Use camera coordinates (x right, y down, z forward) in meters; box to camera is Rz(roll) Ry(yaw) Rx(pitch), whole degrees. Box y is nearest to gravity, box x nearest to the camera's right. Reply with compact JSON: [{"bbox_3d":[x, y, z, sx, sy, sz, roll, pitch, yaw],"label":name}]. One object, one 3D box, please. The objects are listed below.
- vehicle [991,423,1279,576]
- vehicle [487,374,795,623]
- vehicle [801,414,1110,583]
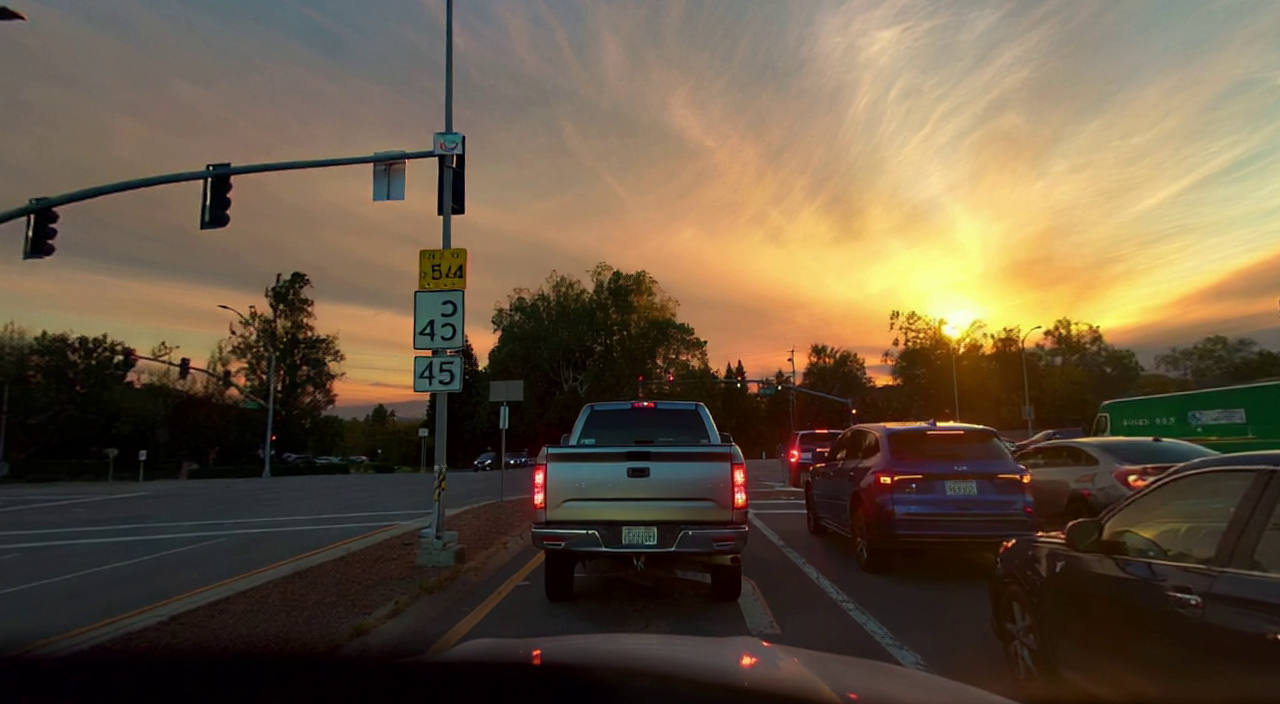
[{"bbox_3d":[6.835,1.741,8.285,1.973,1.470,4.228,0,-8,-1],"label":"vehicle"},{"bbox_3d":[0.042,1.472,7.341,2.326,1.880,4.964,0,-8,1],"label":"vehicle"},{"bbox_3d":[3.576,1.718,8.188,1.981,1.616,4.006,0,-8,1],"label":"vehicle"}]
